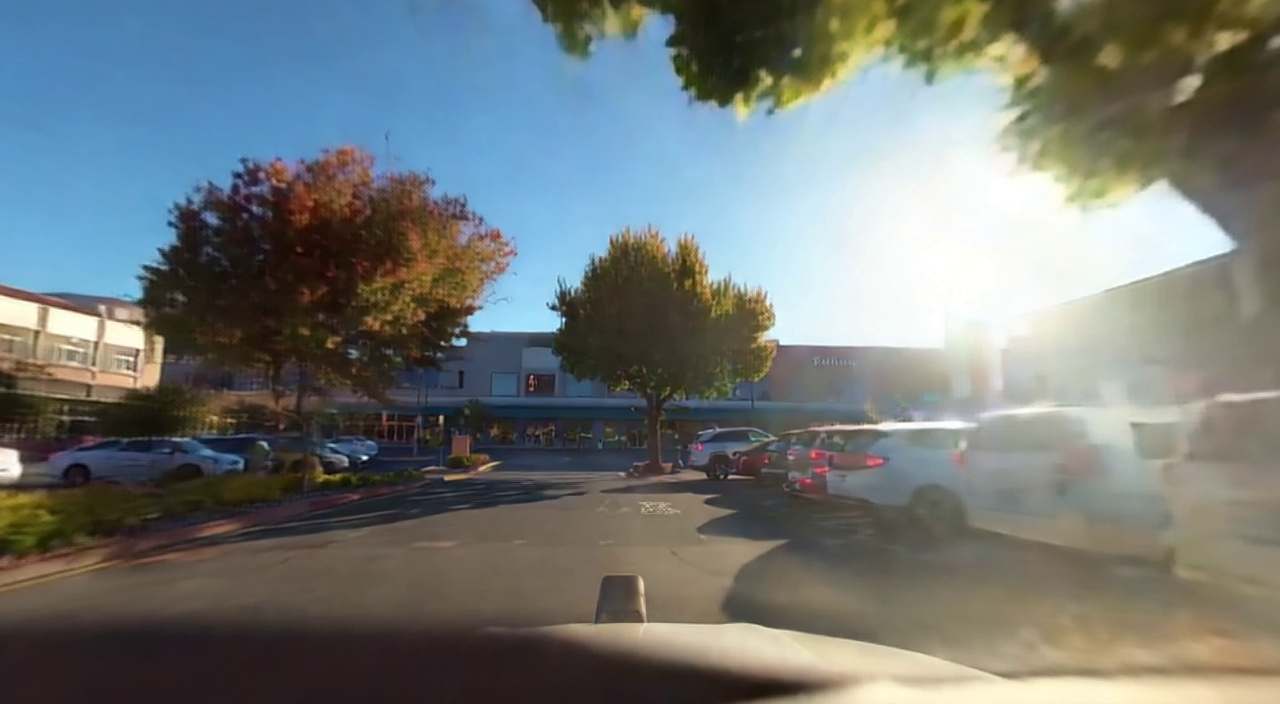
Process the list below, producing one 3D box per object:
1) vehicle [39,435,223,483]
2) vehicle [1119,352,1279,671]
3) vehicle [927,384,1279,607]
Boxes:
[{"bbox_3d":[-17.326,3.624,21.801,4.651,1.494,1.914,6,-10,-36],"label":"vehicle"},{"bbox_3d":[6.038,0.959,3.828,4.409,1.892,2.298,0,-8,-3],"label":"vehicle"},{"bbox_3d":[5.646,1.365,6.577,4.256,1.876,2.064,0,-8,-3],"label":"vehicle"}]
